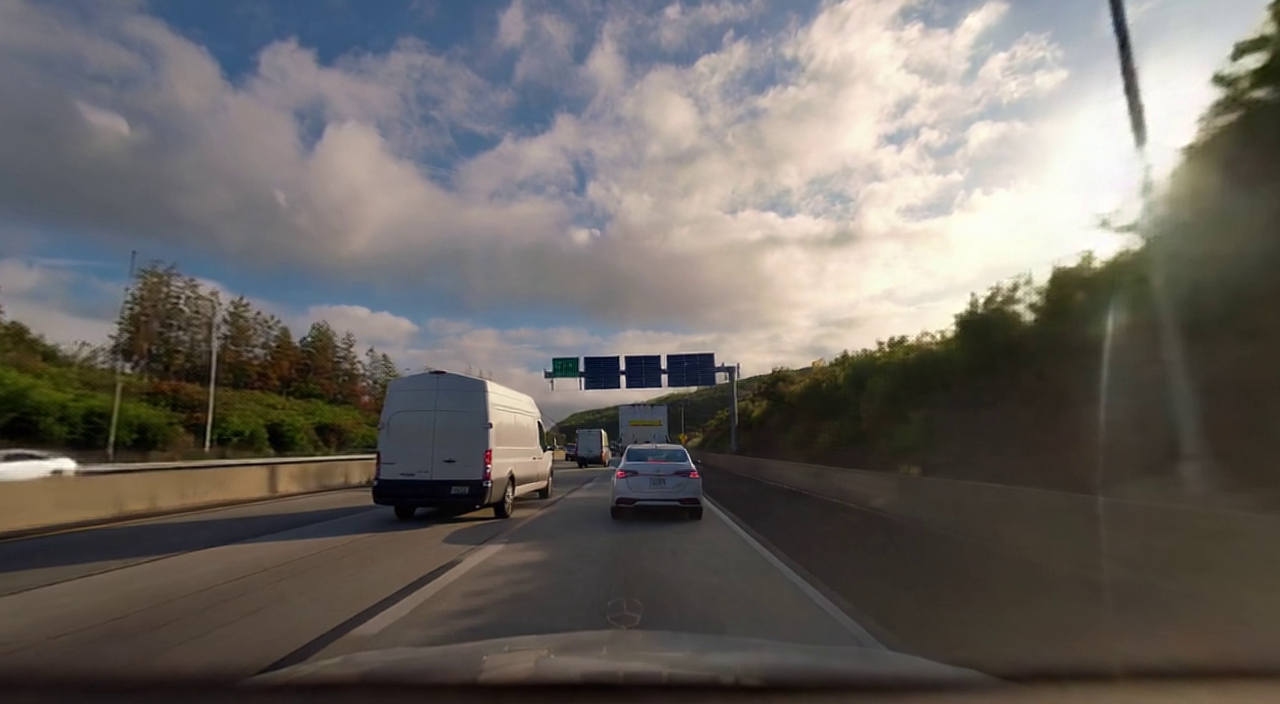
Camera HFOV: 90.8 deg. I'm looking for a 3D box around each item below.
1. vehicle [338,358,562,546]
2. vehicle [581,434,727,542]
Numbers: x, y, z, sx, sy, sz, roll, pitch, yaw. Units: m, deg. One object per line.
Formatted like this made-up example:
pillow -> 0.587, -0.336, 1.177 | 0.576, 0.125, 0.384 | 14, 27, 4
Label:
vehicle -> -3.199, 1.970, 12.681 | 2.289, 2.757, 6.726 | 0, -9, 1
vehicle -> 0.185, 2.201, 10.742 | 2.063, 1.507, 3.488 | 0, -9, 0
